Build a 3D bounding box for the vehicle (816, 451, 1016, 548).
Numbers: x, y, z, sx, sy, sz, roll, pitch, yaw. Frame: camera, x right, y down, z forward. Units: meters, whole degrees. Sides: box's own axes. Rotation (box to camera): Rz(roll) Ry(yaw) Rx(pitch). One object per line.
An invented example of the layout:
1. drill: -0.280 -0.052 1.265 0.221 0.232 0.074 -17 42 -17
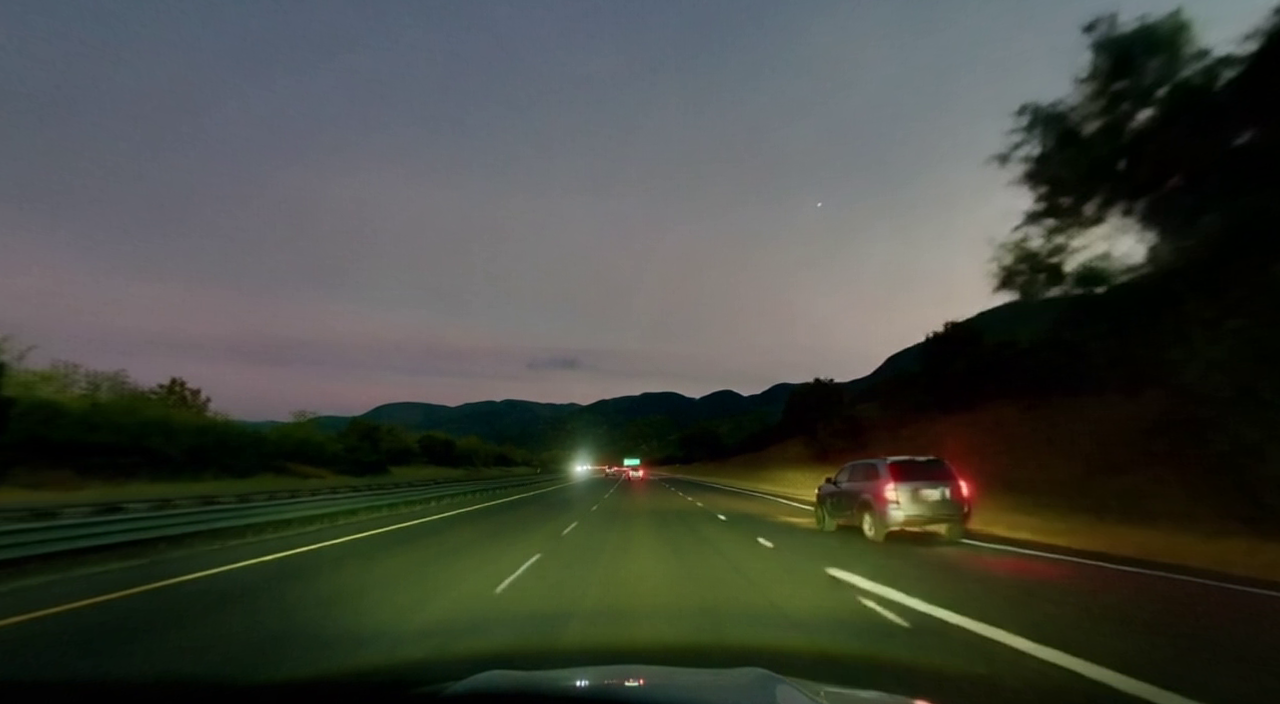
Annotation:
1. vehicle: 5.839 3.204 14.163 2.089 1.770 4.571 2 -11 -5
